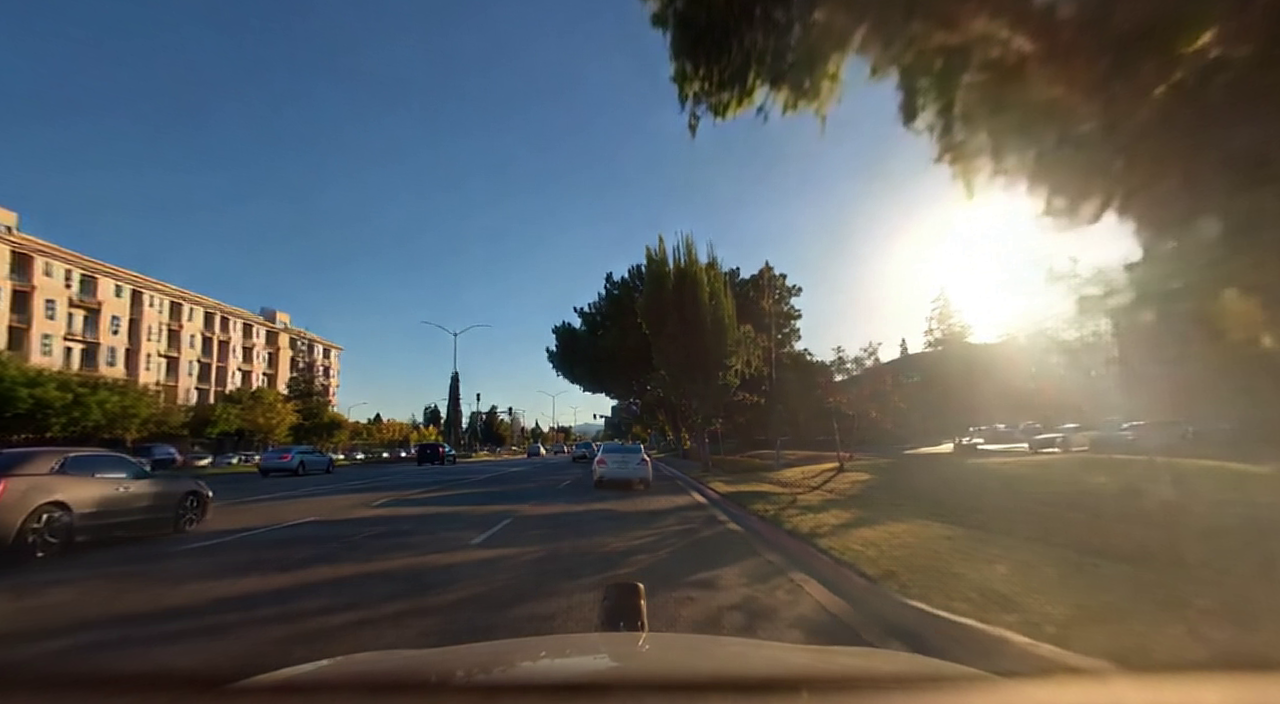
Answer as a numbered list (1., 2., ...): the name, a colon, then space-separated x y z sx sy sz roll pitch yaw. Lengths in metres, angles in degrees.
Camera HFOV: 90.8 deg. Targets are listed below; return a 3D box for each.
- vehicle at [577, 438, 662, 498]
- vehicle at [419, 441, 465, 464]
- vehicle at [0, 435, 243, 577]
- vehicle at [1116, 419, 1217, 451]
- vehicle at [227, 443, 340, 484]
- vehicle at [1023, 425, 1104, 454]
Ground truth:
1. vehicle: -0.550 3.218 17.890 2.099 1.469 4.389 0 -9 -1
2. vehicle: -15.107 7.701 48.452 2.064 1.686 4.380 0 -9 0
3. vehicle: -7.544 1.829 8.116 1.906 1.449 4.576 0 -9 0
4. vehicle: 26.599 4.203 31.982 3.512 1.415 1.722 -2 -9 -4
5. vehicle: -14.361 4.498 25.821 2.024 1.484 4.592 1 -9 -1
6. vehicle: 24.835 5.181 37.142 3.437 1.408 1.759 -3 -9 -5
